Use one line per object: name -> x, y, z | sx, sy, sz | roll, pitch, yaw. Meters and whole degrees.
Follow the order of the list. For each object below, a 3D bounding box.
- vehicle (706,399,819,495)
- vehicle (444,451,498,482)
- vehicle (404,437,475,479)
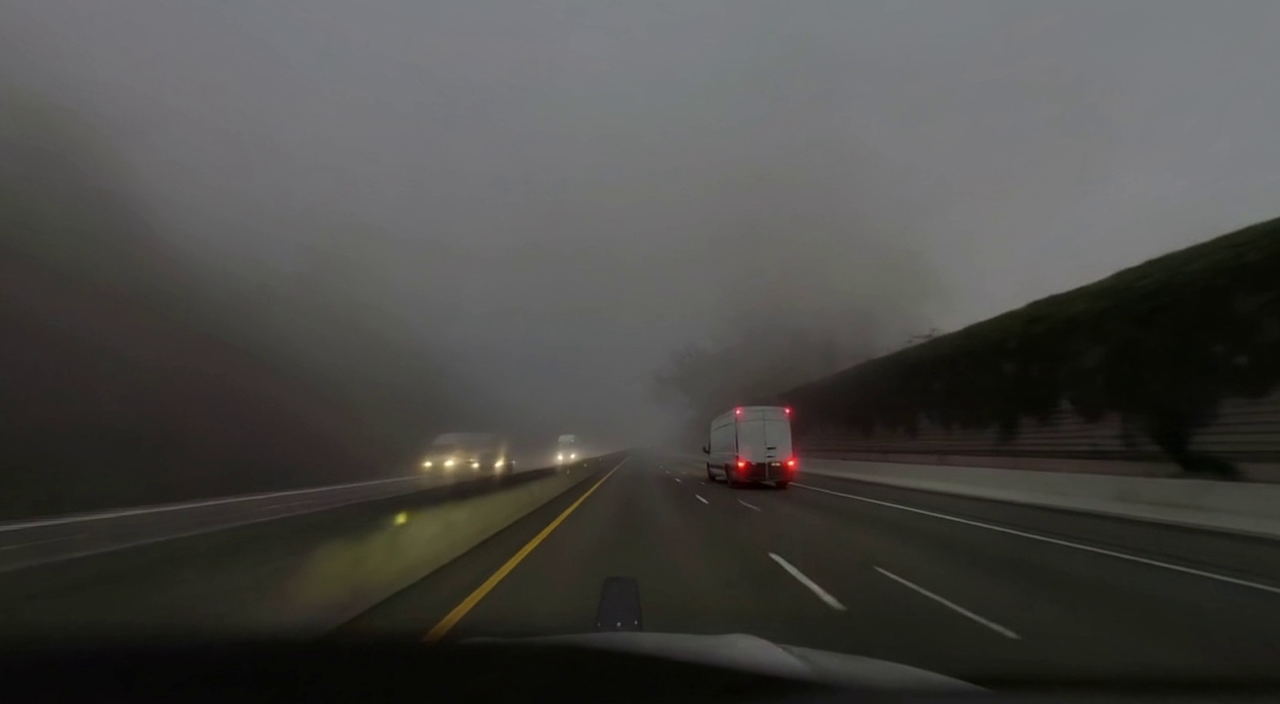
vehicle -> 3.974, 3.334, 22.039 | 2.449, 2.805, 6.763 | 0, -9, -1
vehicle -> -8.813, 5.980, 33.033 | 1.816, 1.460, 3.681 | 0, -9, 0
vehicle -> -12.936, 6.904, 41.180 | 2.601, 2.464, 6.400 | 0, -9, -1
